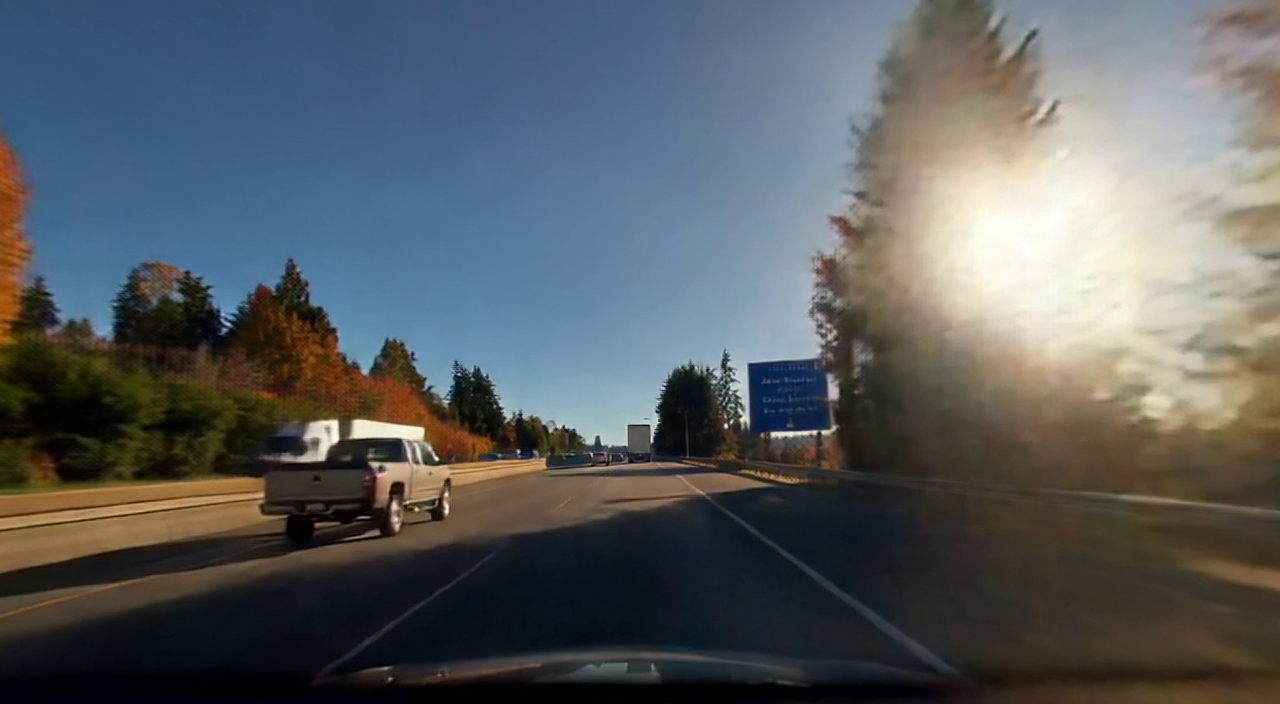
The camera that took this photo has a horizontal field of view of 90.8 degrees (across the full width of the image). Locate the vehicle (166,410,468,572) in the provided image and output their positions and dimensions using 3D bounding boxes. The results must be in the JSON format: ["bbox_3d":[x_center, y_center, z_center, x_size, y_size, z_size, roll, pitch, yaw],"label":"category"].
[{"bbox_3d":[-4.370,1.966,9.661,2.079,1.845,4.654,0,-9,1],"label":"vehicle"}]
